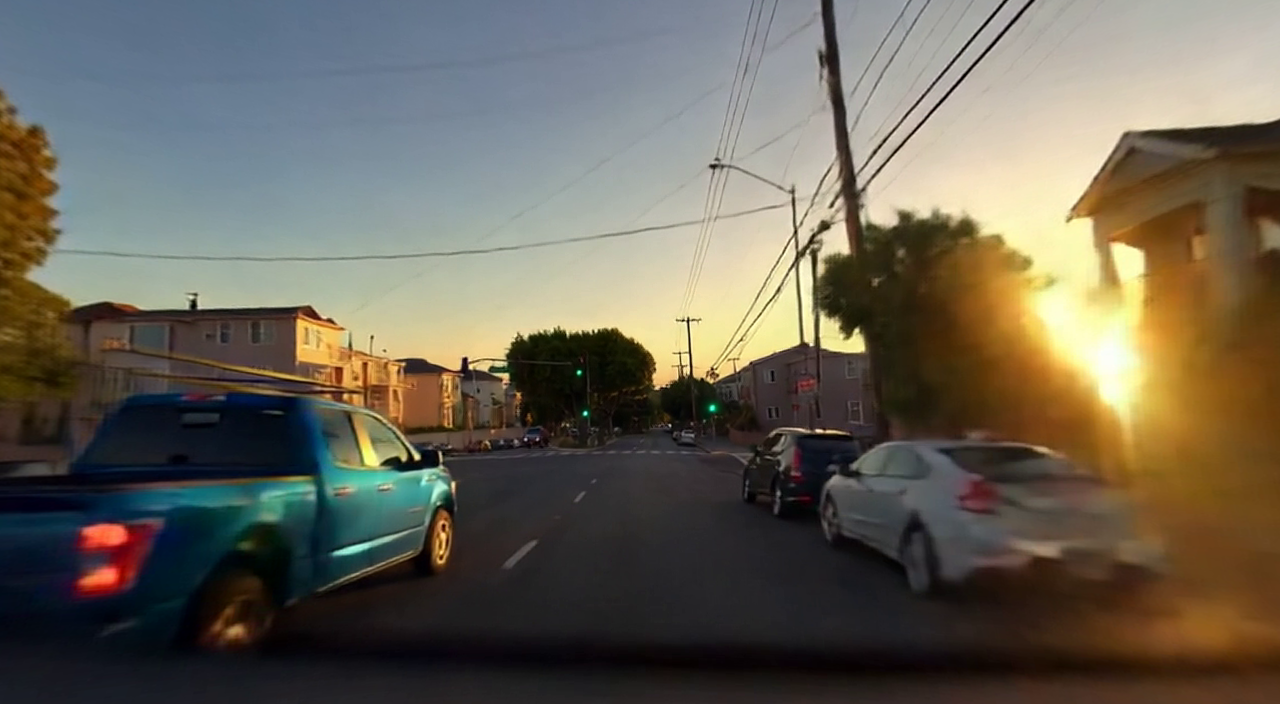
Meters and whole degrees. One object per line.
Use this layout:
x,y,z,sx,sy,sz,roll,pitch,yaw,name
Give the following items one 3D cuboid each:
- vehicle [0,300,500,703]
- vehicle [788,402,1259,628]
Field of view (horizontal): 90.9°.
-2.925,1.115,5.151,2.242,1.890,5.306,-1,-8,1,vehicle
3.104,1.411,6.466,2.012,1.491,4.333,0,-8,-1,vehicle
